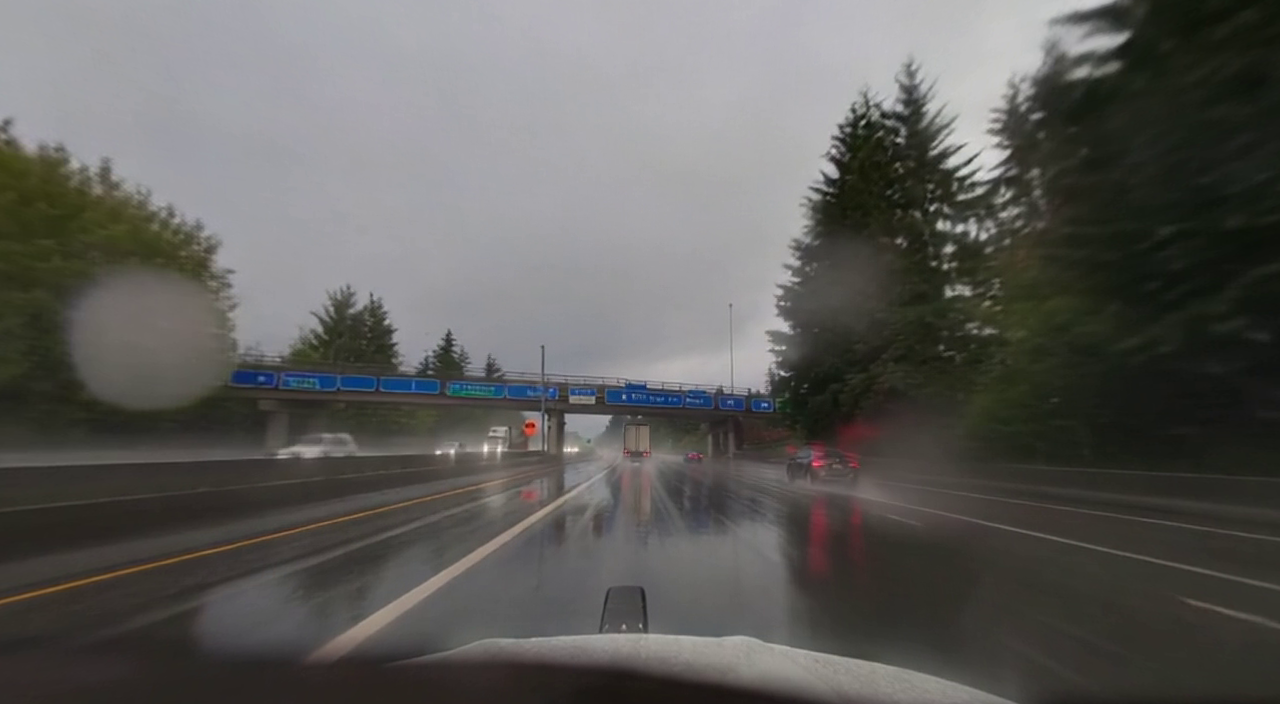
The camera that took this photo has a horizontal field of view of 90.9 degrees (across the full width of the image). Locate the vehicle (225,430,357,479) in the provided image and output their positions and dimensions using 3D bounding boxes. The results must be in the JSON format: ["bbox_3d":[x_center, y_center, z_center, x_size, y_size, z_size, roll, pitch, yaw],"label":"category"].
[{"bbox_3d":[-12.086,3.616,22.289,1.936,1.515,4.769,0,-9,0],"label":"vehicle"}]
